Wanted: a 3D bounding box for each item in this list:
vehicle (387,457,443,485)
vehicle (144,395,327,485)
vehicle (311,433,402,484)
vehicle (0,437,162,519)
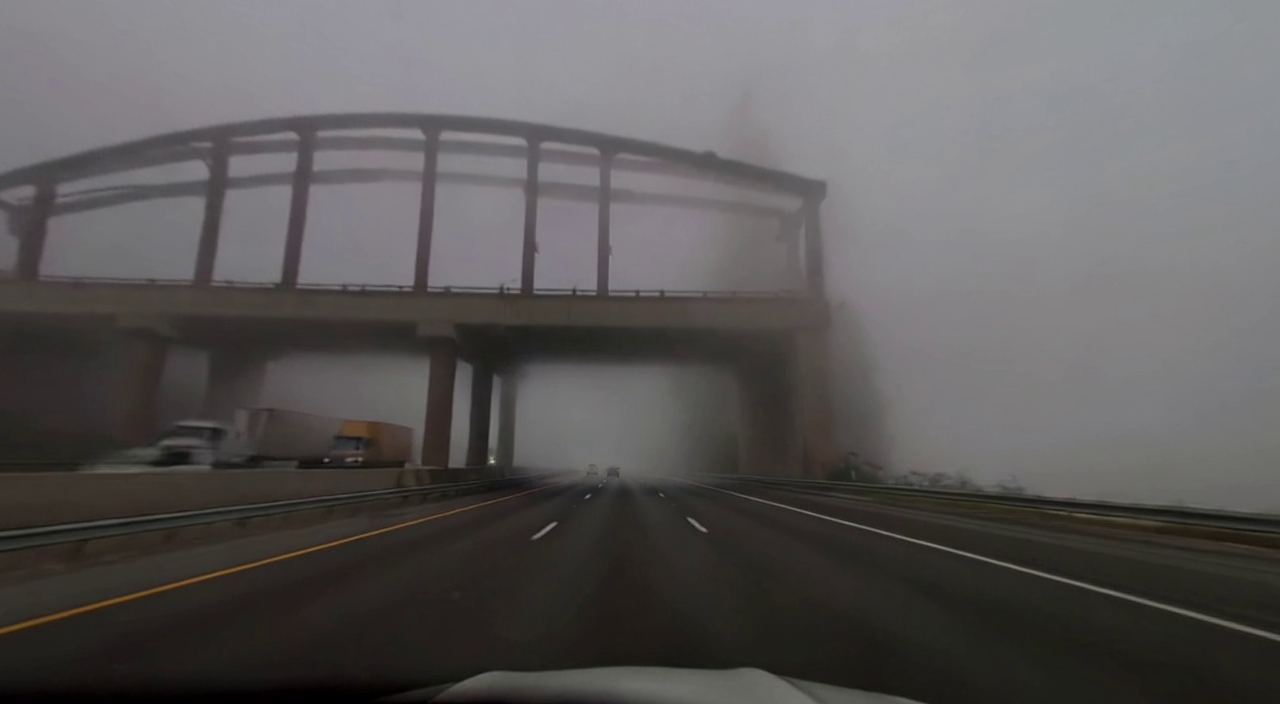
[{"bbox_3d":[-12.810,6.835,36.176,1.816,1.455,3.883,1,-10,-1],"label":"vehicle"},{"bbox_3d":[-20.565,4.843,33.196,2.999,3.993,10.054,1,-11,-1],"label":"vehicle"},{"bbox_3d":[-16.569,6.349,37.366,2.232,2.669,6.947,1,-10,-1],"label":"vehicle"},{"bbox_3d":[-12.902,2.619,13.261,1.965,1.509,4.731,1,-10,-1],"label":"vehicle"}]
